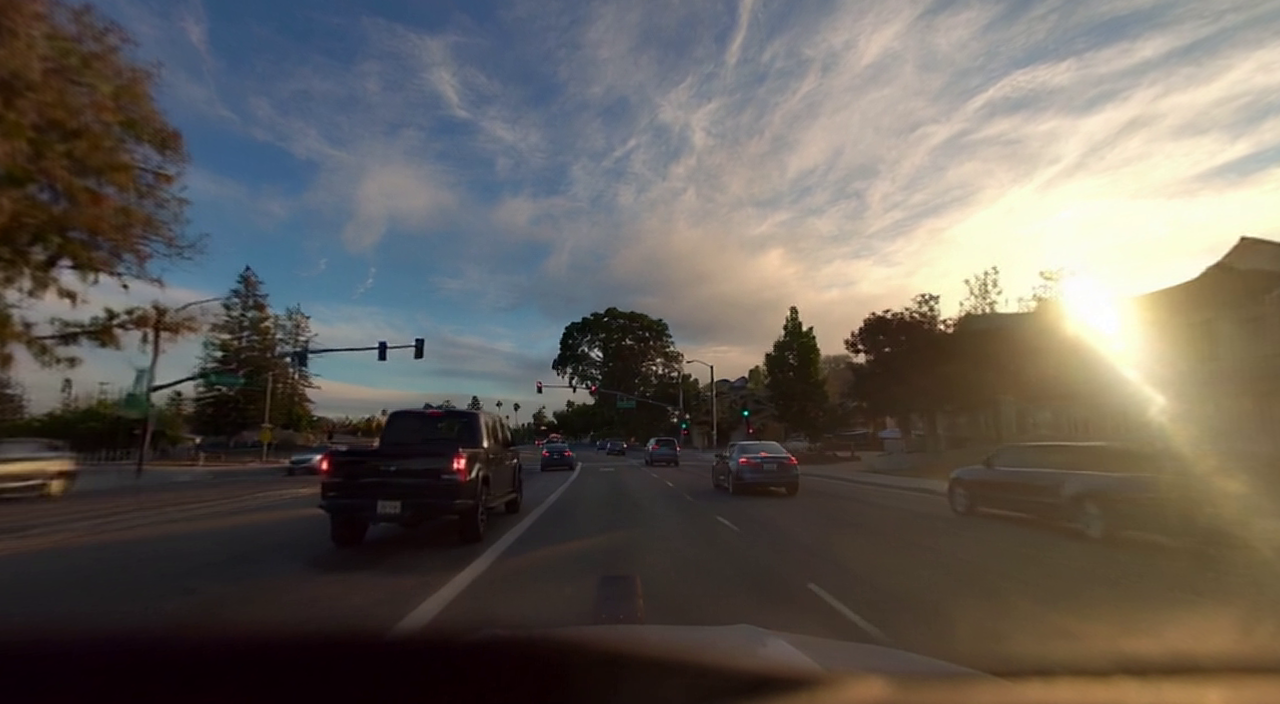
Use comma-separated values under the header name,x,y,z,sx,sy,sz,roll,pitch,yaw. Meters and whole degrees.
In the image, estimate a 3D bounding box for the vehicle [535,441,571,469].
name,x,y,z,sx,sy,sz,roll,pitch,yaw
vehicle,-5.049,6.031,37.127,1.864,1.505,4.202,1,-8,-5

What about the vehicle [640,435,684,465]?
name,x,y,z,sx,sy,sz,roll,pitch,yaw
vehicle,1.413,6.796,43.894,2.391,1.960,5.600,1,-8,-5

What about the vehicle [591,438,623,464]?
name,x,y,z,sx,sy,sz,roll,pitch,yaw
vehicle,-2.539,7.432,47.647,2.164,1.867,4.254,1,-8,-6

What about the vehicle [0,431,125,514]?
name,x,y,z,sx,sy,sz,roll,pitch,yaw
vehicle,-16.699,3.099,16.515,2.292,1.990,5.714,1,-8,-8

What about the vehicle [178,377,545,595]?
name,x,y,z,sx,sy,sz,roll,pitch,yaw
vehicle,-2.976,1.660,8.920,2.354,1.948,6.355,0,-8,-1

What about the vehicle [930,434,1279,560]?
name,x,y,z,sx,sy,sz,roll,pitch,yaw
vehicle,6.707,2.050,9.830,1.989,1.459,4.700,0,-8,-3

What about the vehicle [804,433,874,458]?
name,x,y,z,sx,sy,sz,roll,pitch,yaw
vehicle,15.468,7.256,49.200,4.691,1.626,1.943,-1,-7,-10

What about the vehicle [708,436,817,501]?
name,x,y,z,sx,sy,sz,roll,pitch,yaw
vehicle,3.092,3.021,16.837,1.870,1.491,4.009,0,-8,-3

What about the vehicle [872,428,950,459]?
name,x,y,z,sx,sy,sz,roll,pitch,yaw
vehicle,16.256,5.527,38.200,2.058,1.766,4.563,1,-8,-10
